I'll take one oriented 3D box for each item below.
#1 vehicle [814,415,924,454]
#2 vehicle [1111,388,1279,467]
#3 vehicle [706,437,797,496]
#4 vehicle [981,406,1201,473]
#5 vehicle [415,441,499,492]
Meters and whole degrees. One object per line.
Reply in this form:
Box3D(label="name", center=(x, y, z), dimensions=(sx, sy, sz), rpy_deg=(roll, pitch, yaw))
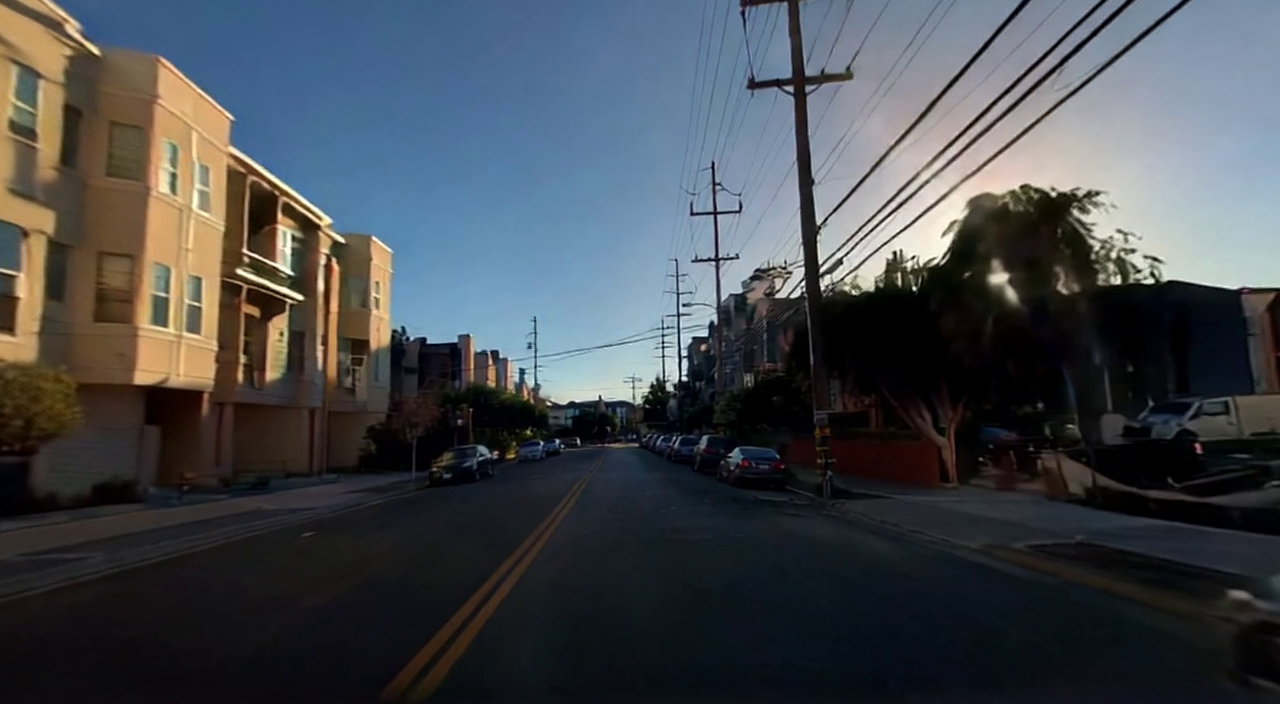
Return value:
Box3D(label="vehicle", center=(12.017, 4.460, 33.656), dimensions=(2.152, 1.875, 5.778), rpy_deg=(3, -9, -21))
Box3D(label="vehicle", center=(16.611, 2.085, 17.174), dimensions=(2.153, 1.976, 5.514), rpy_deg=(6, -10, -34))
Box3D(label="vehicle", center=(3.236, 3.399, 19.103), dimensions=(1.914, 1.591, 3.892), rpy_deg=(0, -8, -2))
Box3D(label="vehicle", center=(12.665, 2.528, 18.081), dimensions=(1.897, 1.659, 4.648), rpy_deg=(5, -10, -32))
Box3D(label="vehicle", center=(-6.567, 4.113, 23.160), dimensions=(1.913, 1.672, 4.267), rpy_deg=(0, -8, -1))
